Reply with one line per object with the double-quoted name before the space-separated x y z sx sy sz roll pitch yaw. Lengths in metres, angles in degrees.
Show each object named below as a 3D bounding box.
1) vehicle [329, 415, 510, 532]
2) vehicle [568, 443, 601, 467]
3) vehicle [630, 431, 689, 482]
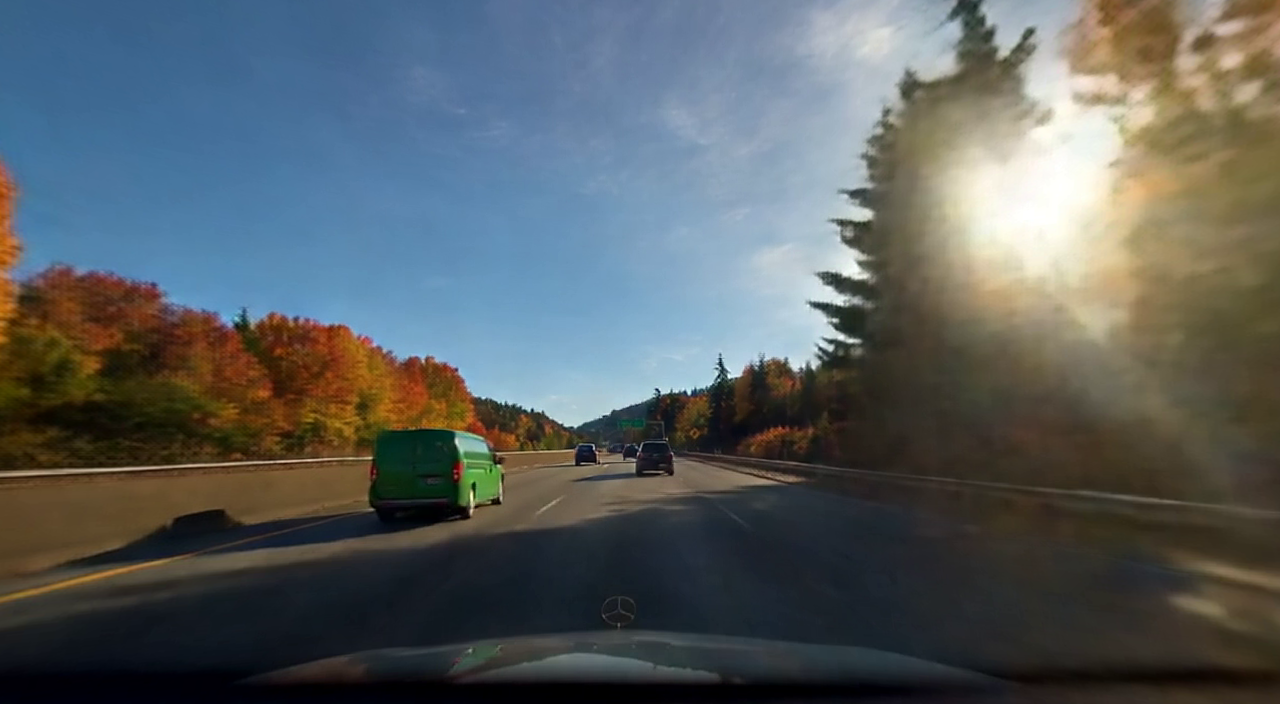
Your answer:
"vehicle" -3.833 2.185 11.751 2.021 1.790 3.907 0 -9 -1
"vehicle" -4.110 7.702 46.919 2.088 1.688 4.365 0 -9 -1
"vehicle" 0.700 4.363 26.283 2.179 1.930 4.538 0 -9 -2
